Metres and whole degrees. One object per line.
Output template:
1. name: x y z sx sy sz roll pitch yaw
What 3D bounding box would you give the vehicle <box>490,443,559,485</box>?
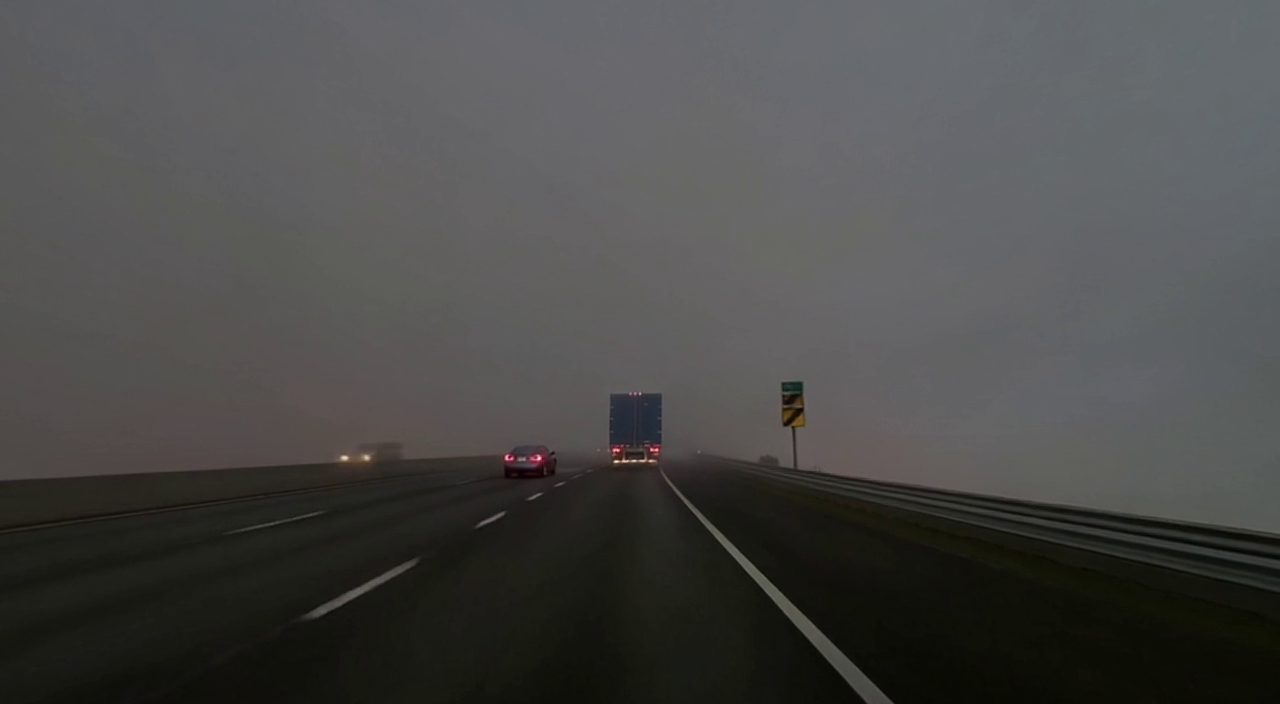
1. vehicle: -4.434 4.347 24.630 1.895 1.500 3.808 0 -9 1

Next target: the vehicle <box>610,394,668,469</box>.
1. vehicle: -0.021 5.194 39.902 3.123 4.094 10.812 0 -9 0
